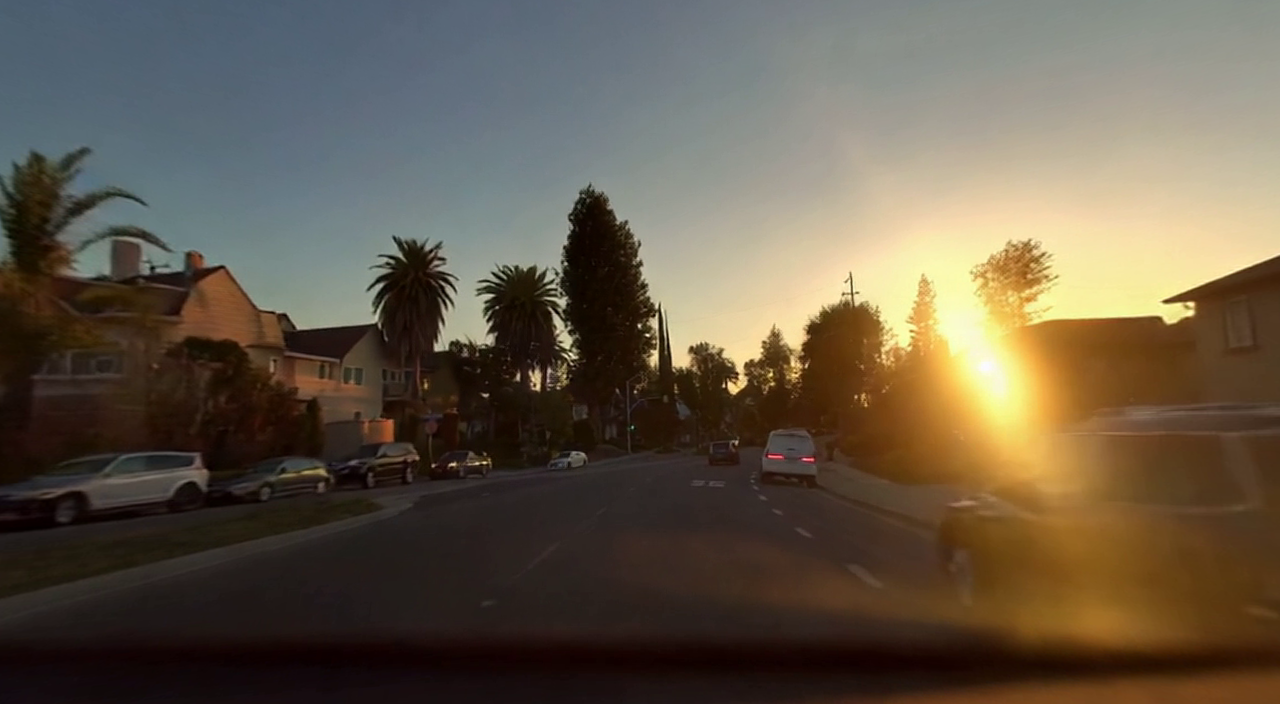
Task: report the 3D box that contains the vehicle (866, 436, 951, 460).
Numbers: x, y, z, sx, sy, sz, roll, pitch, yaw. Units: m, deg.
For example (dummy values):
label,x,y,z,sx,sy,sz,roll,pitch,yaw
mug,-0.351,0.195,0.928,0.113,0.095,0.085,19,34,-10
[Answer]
label,x,y,z,sx,sy,sz,roll,pitch,yaw
vehicle,17.991,6.433,42.485,4.923,1.521,1.811,-1,-9,10

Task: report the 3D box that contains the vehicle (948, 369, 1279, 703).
label,x,y,z,sx,sy,sz,roll,pitch,yaw
vehicle,3.666,1.047,3.317,2.043,1.692,4.581,0,-9,4

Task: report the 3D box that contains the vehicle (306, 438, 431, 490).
label,x,y,z,sx,sy,sz,roll,pitch,yaw
vehicle,-11.400,4.758,27.209,2.051,1.957,5.968,-2,-9,8

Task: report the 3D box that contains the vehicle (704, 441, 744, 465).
label,x,y,z,sx,sy,sz,roll,pitch,yaw
vehicle,5.470,6.503,40.770,2.035,1.474,4.284,-2,-9,14

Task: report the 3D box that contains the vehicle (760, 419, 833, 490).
label,x,y,z,sx,sy,sz,roll,pitch,yaw
vehicle,5.670,3.767,23.455,2.326,2.257,4.635,0,-8,10

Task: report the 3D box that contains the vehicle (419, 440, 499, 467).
label,x,y,z,sx,sy,sz,roll,pitch,yaw
vehicle,-13.023,7.315,45.480,5.205,1.792,1.969,-4,-10,15

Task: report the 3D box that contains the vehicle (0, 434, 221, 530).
label,x,y,z,sx,sy,sz,roll,pitch,yaw
vehicle,-13.027,3.029,15.418,2.081,1.948,4.821,0,-9,3

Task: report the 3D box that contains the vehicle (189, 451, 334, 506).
label,x,y,z,sx,sy,sz,roll,pitch,yaw
vehicle,-12.391,4.116,21.098,1.786,1.488,4.518,-5,-9,6
